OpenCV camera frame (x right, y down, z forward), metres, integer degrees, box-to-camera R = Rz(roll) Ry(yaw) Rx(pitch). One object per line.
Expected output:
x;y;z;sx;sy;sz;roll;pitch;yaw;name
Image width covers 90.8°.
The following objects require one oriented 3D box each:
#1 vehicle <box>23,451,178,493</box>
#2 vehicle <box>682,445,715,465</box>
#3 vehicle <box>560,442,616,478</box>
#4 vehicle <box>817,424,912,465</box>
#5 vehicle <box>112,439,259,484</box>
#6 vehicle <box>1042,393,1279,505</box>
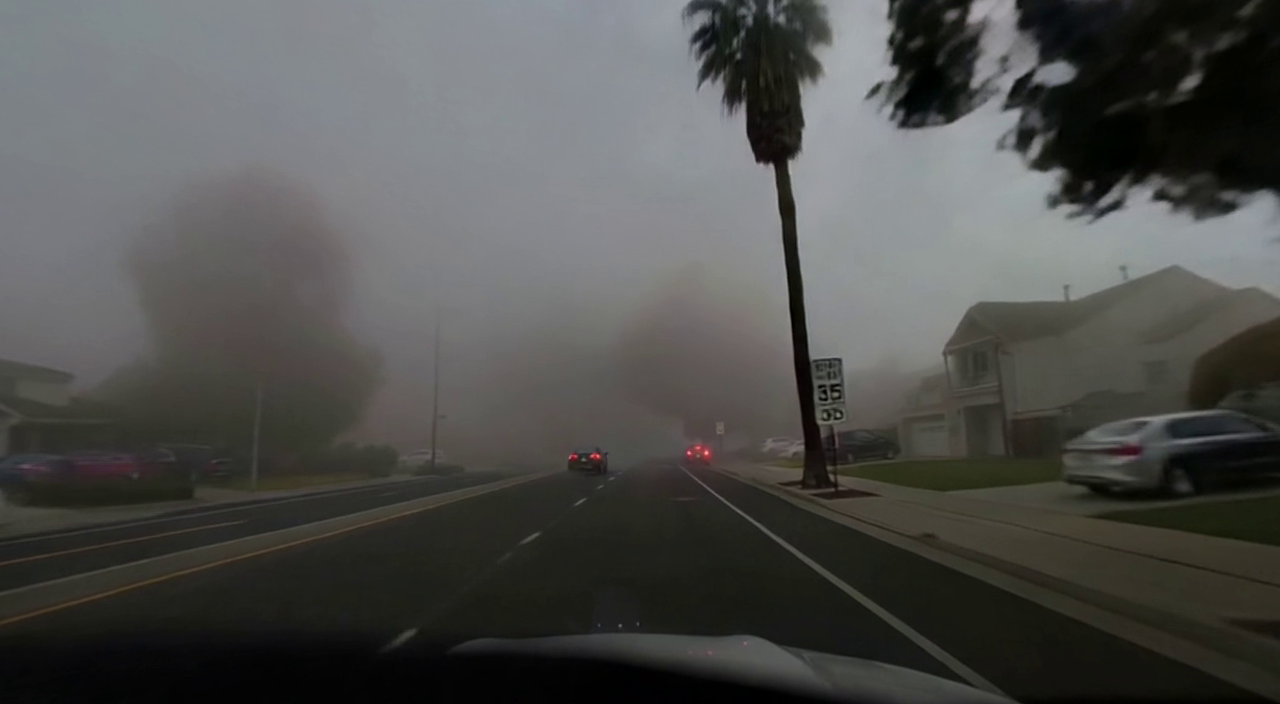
-21.065;4.683;24.788;4.373;1.491;2.060;-1;-8;6;vehicle
4.574;8.132;49.955;2.025;1.456;4.865;1;-8;-2;vehicle
-2.268;4.843;28.600;2.035;1.474;4.284;0;-8;2;vehicle
11.653;4.783;32.732;4.531;1.864;2.037;3;-10;-30;vehicle
-20.825;5.035;29.163;4.942;1.932;2.247;1;-8;-3;vehicle
10.660;1.773;11.955;4.549;1.672;2.008;-5;-10;1;vehicle
